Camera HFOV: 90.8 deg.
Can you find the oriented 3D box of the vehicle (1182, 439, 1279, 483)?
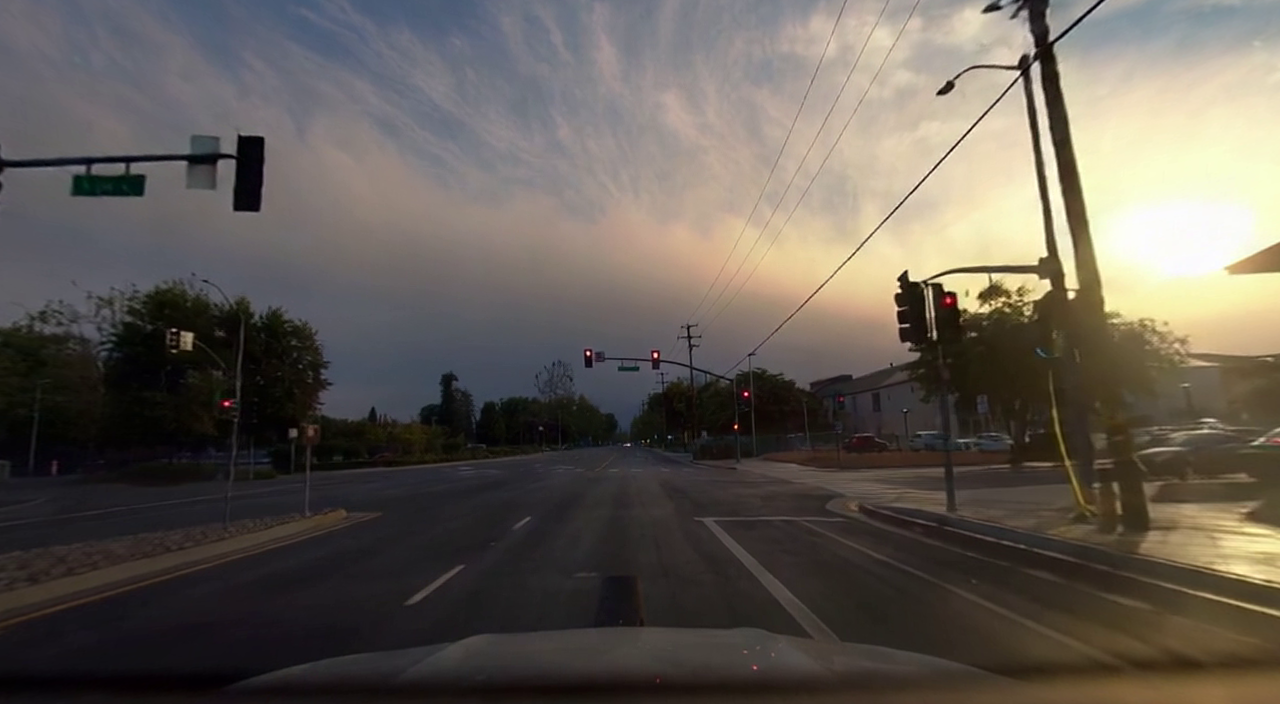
[{"bbox_3d":[22.163,3.801,22.258,4.334,1.459,1.929,0,-9,-1],"label":"vehicle"}]

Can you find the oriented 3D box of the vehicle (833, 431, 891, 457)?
[{"bbox_3d":[14.968,6.285,42.929,1.959,1.471,4.570,-4,-8,-4],"label":"vehicle"}]

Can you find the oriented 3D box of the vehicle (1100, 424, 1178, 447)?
[{"bbox_3d":[34.107,5.774,43.317,1.832,1.521,4.266,0,-9,0],"label":"vehicle"}]
